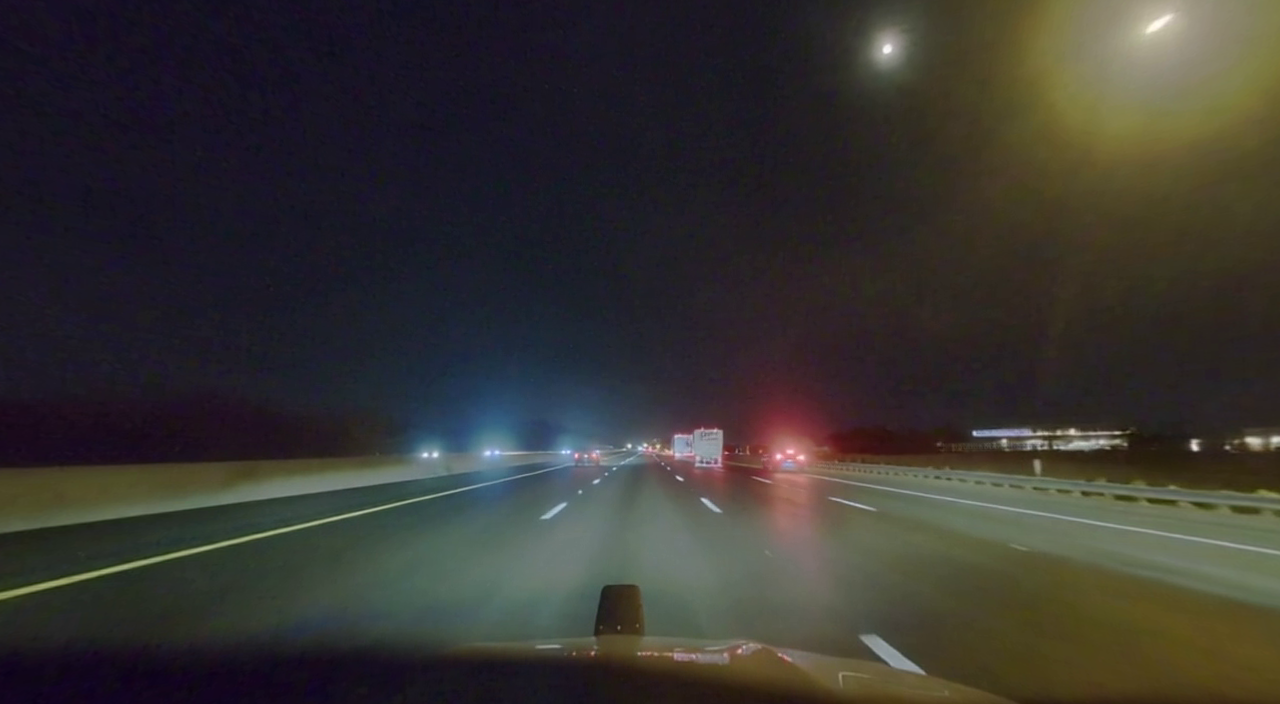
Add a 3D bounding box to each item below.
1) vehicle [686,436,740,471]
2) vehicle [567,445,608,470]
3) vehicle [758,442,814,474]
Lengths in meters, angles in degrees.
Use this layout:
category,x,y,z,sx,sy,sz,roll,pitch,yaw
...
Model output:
category,x,y,z,sx,sy,sz,roll,pitch,yaw
vehicle,4.466,6.377,39.611,2.770,1.990,5.755,0,-9,1
vehicle,-3.359,6.890,41.400,2.164,1.507,4.748,0,-9,1
vehicle,8.382,6.129,36.614,2.188,1.727,4.381,0,-9,0
